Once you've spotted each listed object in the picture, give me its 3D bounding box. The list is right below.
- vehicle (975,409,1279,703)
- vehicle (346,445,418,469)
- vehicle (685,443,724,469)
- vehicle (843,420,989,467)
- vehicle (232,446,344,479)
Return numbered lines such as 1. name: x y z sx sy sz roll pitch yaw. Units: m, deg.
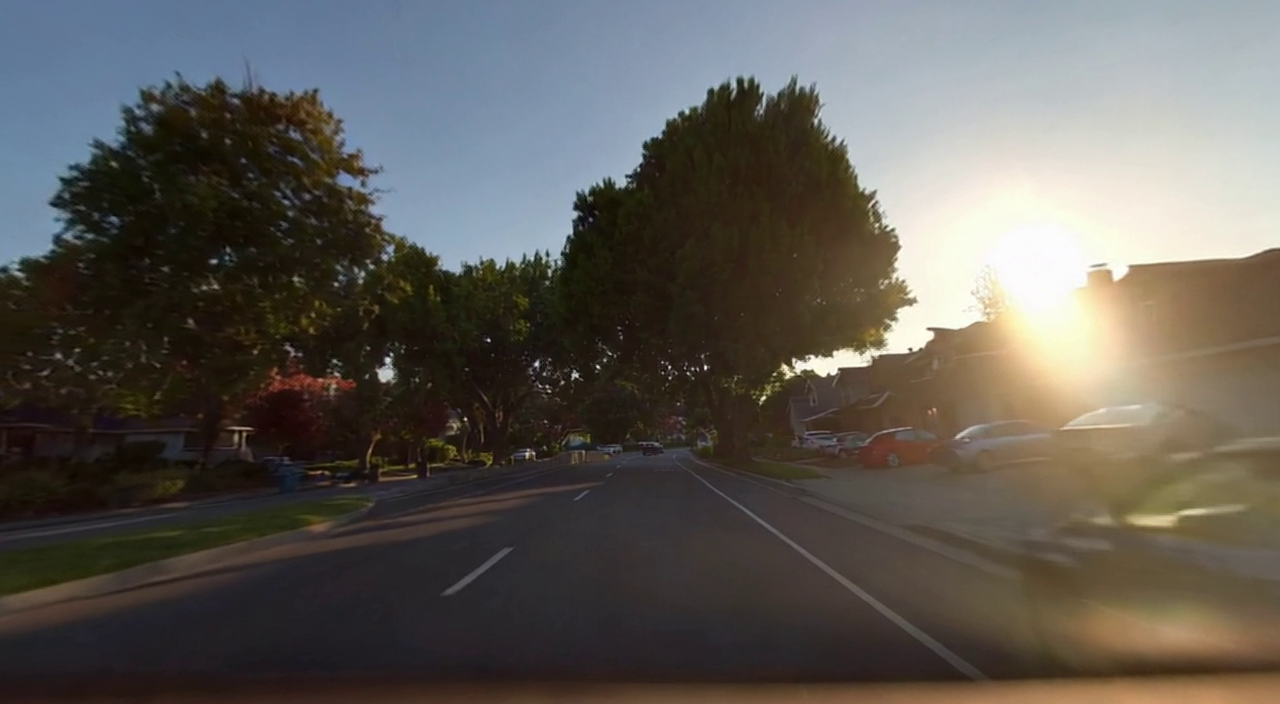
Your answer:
1. vehicle: 3.269 0.941 2.161 2.016 1.477 4.207 0 -8 2
2. vehicle: -20.269 8.285 49.800 4.753 1.796 2.101 -1 -8 6
3. vehicle: 4.052 6.646 40.587 2.104 1.524 4.524 1 -8 1
4. vehicle: 11.946 3.973 27.566 5.283 1.570 2.122 -4 -8 -2
5. vehicle: -19.799 6.221 35.737 5.044 1.782 2.152 0 -8 3
